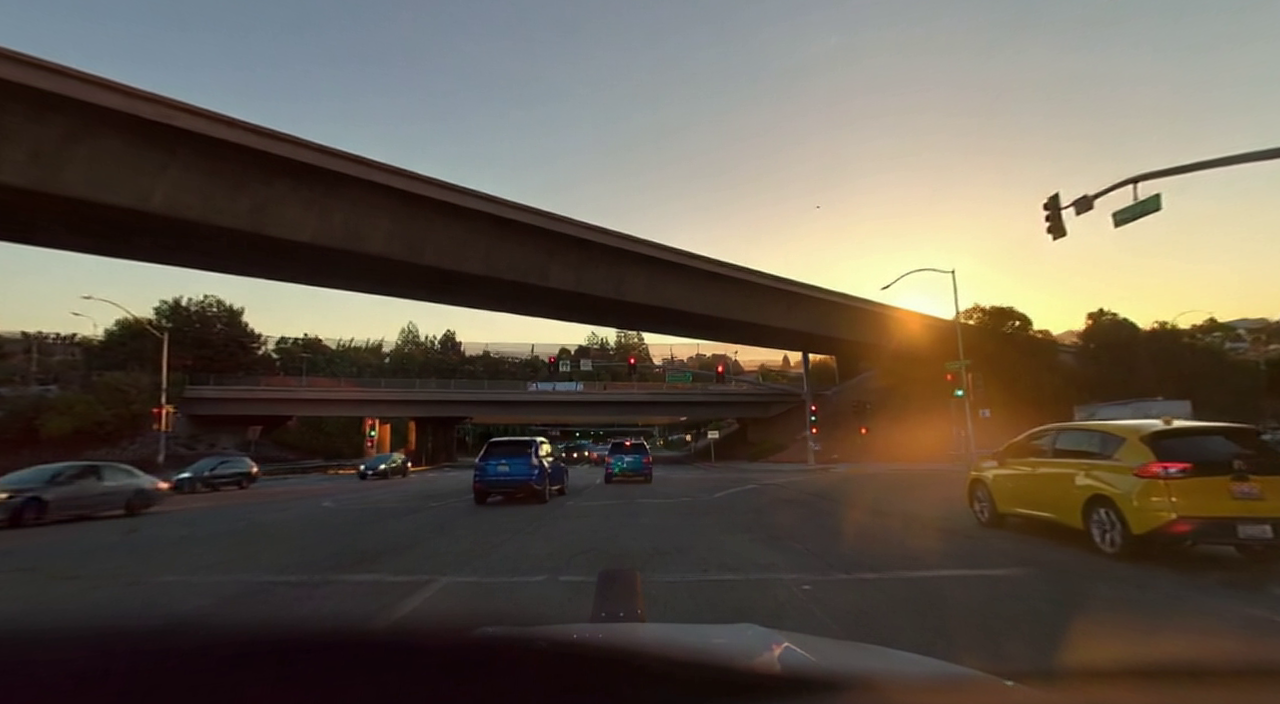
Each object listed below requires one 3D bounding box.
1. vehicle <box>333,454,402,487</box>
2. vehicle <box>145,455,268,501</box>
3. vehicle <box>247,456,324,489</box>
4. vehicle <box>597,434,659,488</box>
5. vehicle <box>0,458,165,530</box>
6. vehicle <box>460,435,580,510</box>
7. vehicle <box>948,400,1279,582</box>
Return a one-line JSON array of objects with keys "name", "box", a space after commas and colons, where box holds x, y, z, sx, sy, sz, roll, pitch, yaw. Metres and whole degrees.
[{"name": "vehicle", "box": [-16.185, 7.018, 37.782, 2.007, 1.730, 4.774, 0, -8, 0]}, {"name": "vehicle", "box": [-19.569, 5.668, 28.846, 2.131, 1.816, 4.960, 0, -8, -1]}, {"name": "vehicle", "box": [-23.400, 7.939, 41.988, 2.039, 1.965, 5.291, 0, -8, 0]}, {"name": "vehicle", "box": [-0.481, 4.490, 26.440, 2.342, 2.026, 4.642, 0, -8, 0]}, {"name": "vehicle", "box": [-15.498, 3.687, 16.995, 1.859, 1.542, 4.657, 0, -8, -1]}, {"name": "vehicle", "box": [-3.089, 3.212, 17.429, 2.060, 1.768, 4.681, -1, -8, 4]}, {"name": "vehicle", "box": [6.283, 1.693, 8.480, 2.074, 1.785, 4.320, 0, -8, 0]}]
